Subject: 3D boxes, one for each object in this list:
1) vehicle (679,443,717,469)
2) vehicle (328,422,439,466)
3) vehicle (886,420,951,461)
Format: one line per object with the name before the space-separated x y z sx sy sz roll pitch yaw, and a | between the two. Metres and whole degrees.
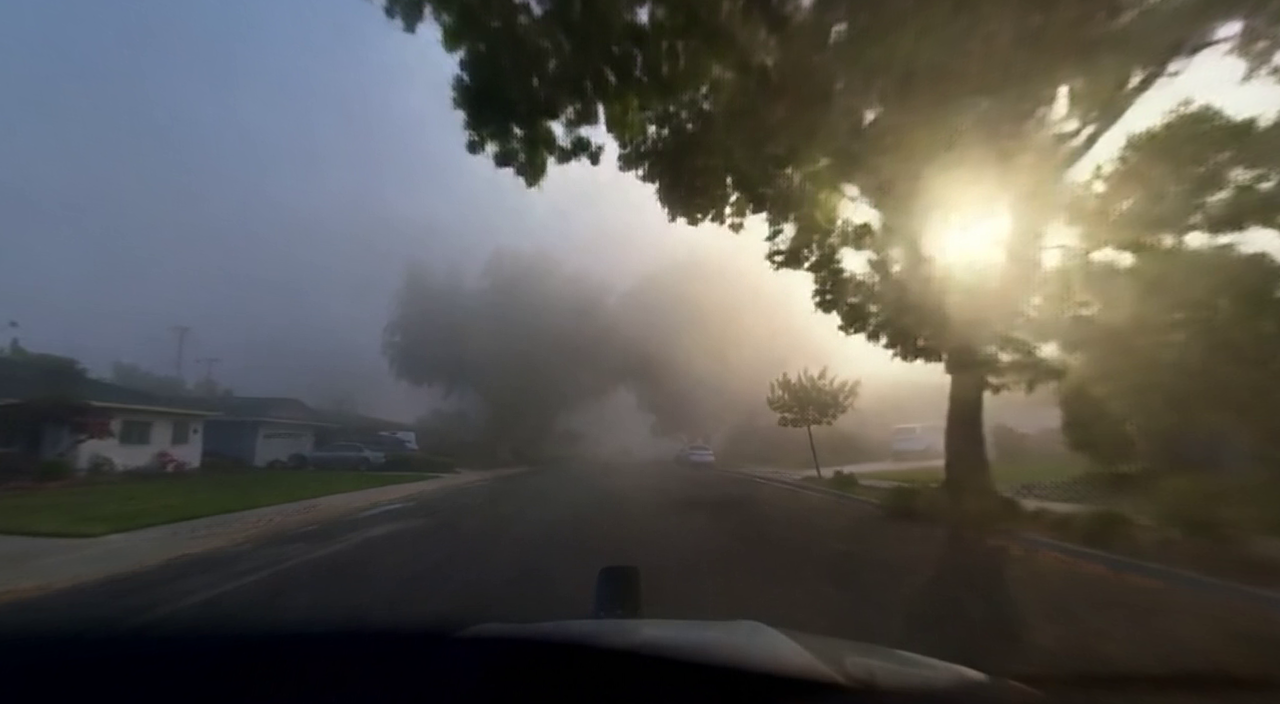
vehicle | 3.572 6.508 39.554 2.011 1.521 4.292 0 -9 1
vehicle | -17.175 6.213 42.396 6.381 2.645 2.703 -3 -9 9
vehicle | 14.633 4.650 32.946 2.222 1.963 4.670 -6 -10 33
